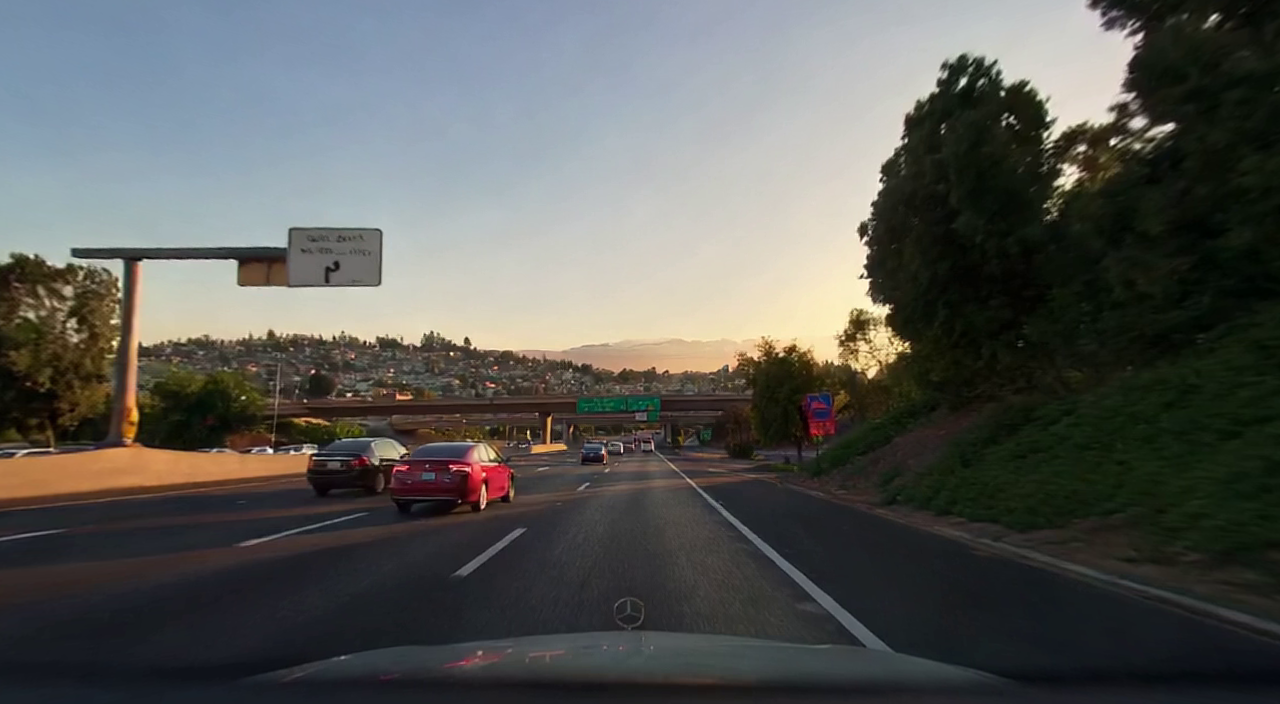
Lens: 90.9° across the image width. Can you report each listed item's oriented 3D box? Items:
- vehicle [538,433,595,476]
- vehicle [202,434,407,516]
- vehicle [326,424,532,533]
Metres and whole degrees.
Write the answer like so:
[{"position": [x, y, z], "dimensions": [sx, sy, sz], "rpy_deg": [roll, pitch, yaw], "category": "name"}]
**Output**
[{"position": [-3.298, 4.728, 29.259], "dimensions": [2.080, 1.811, 4.644], "rpy_deg": [0, -9, 1], "category": "vehicle"}, {"position": [-7.240, 2.682, 14.328], "dimensions": [2.029, 1.530, 4.620], "rpy_deg": [0, -8, 1], "category": "vehicle"}, {"position": [-3.597, 2.265, 11.897], "dimensions": [2.210, 1.628, 4.586], "rpy_deg": [0, -9, 1], "category": "vehicle"}]
